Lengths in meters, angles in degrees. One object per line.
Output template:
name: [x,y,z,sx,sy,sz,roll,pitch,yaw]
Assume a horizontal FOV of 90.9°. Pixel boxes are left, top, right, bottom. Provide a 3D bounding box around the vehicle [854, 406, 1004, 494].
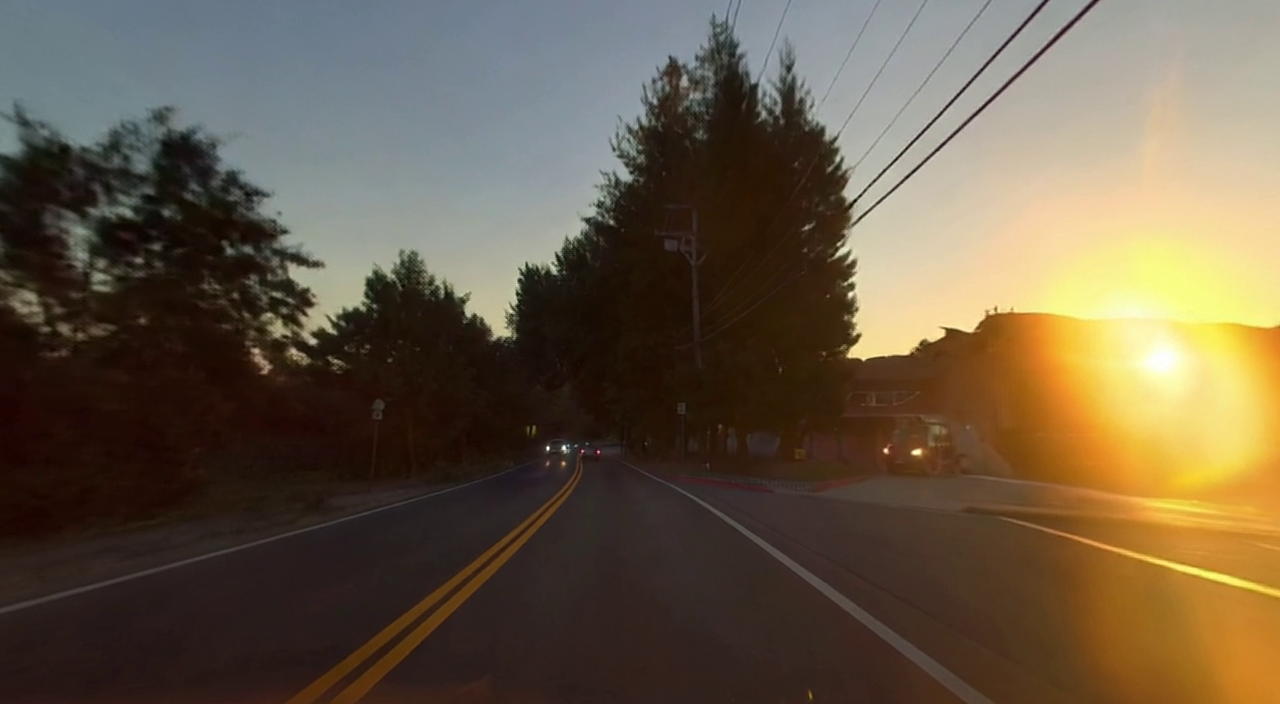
vehicle: [12.829,4.350,28.103,5.297,3.064,2.935,10,-8,-15]
